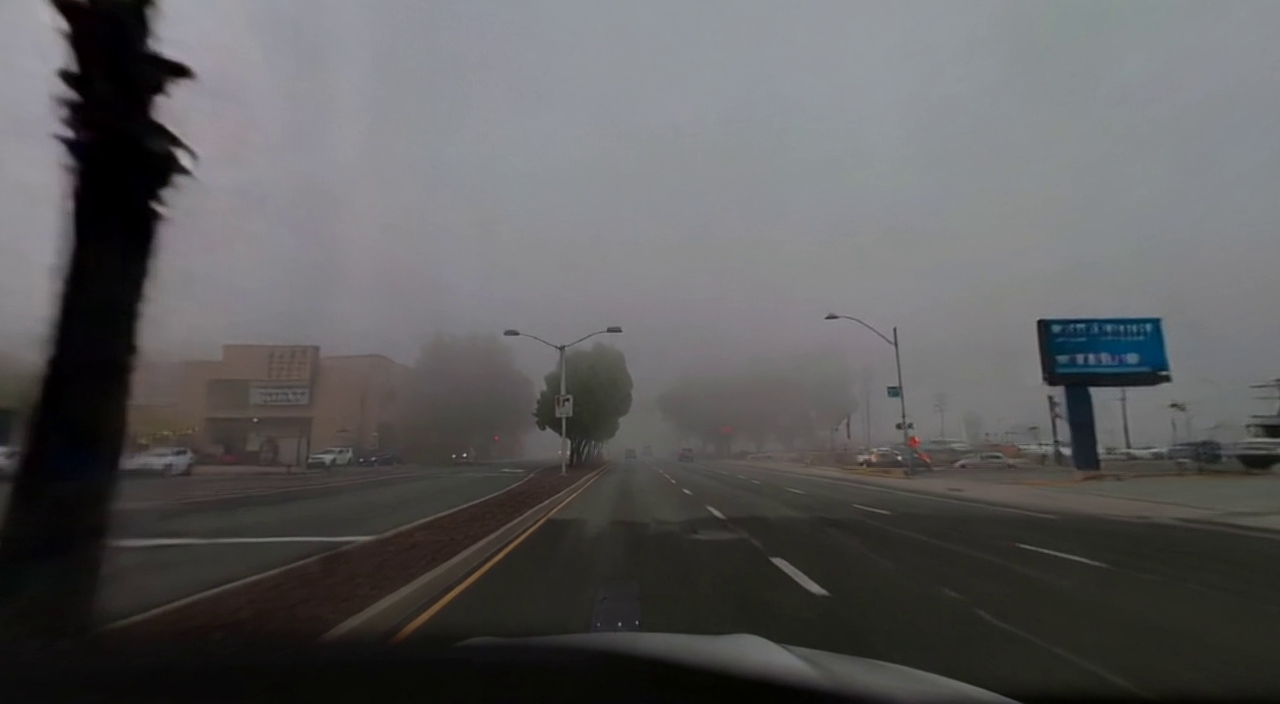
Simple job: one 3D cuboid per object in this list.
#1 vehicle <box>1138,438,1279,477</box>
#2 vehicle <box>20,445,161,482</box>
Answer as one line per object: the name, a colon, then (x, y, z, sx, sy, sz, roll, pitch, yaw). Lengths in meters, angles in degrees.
vehicle: (24.177, 4.494, 26.970, 1.881, 1.509, 4.448, 1, -8, -3)
vehicle: (-30.627, 6.212, 35.240, 5.493, 1.979, 2.437, 0, -9, -2)
